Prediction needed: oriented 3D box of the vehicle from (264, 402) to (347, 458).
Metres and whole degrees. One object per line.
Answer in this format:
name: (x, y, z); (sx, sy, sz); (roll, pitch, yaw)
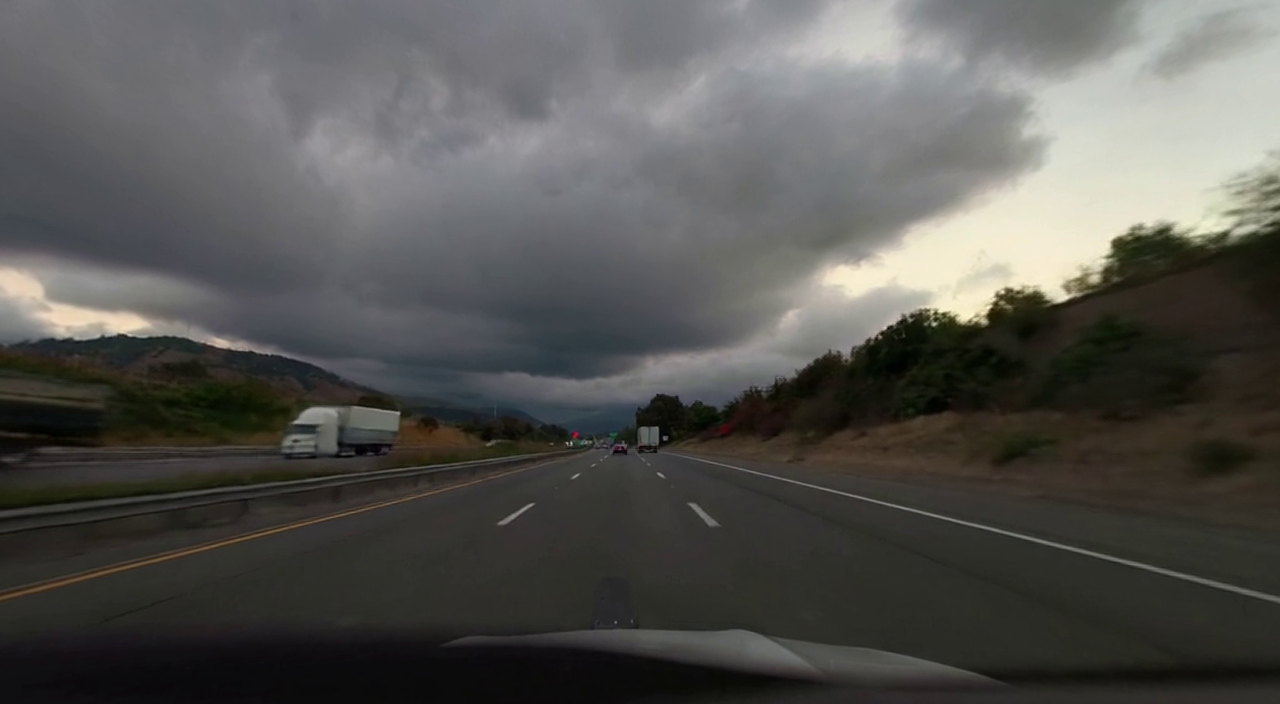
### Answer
vehicle: (-25.083, 5.919, 47.522); (2.960, 3.943, 5.922); (0, -8, -1)
